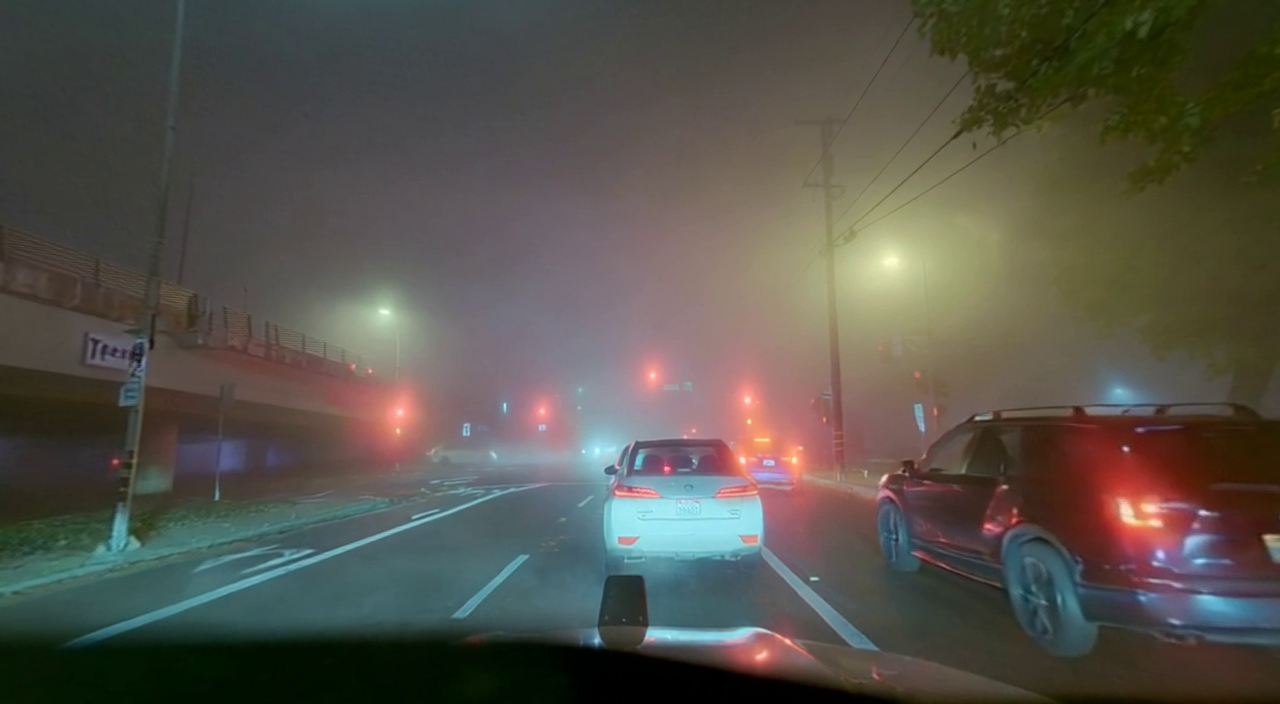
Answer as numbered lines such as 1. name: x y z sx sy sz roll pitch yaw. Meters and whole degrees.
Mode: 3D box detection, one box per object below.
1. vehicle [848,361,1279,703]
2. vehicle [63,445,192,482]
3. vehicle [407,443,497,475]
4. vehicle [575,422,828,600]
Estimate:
1. vehicle: 3.610 1.257 5.510 2.062 1.781 4.488 0 -8 0
2. vehicle: -24.915 5.410 30.776 4.474 1.673 2.010 0 -8 1
3. vehicle: -9.275 5.291 31.499 1.873 1.462 4.283 -4 -9 25
4. vehicle: 0.535 1.640 7.434 2.101 1.467 4.210 0 -8 1
